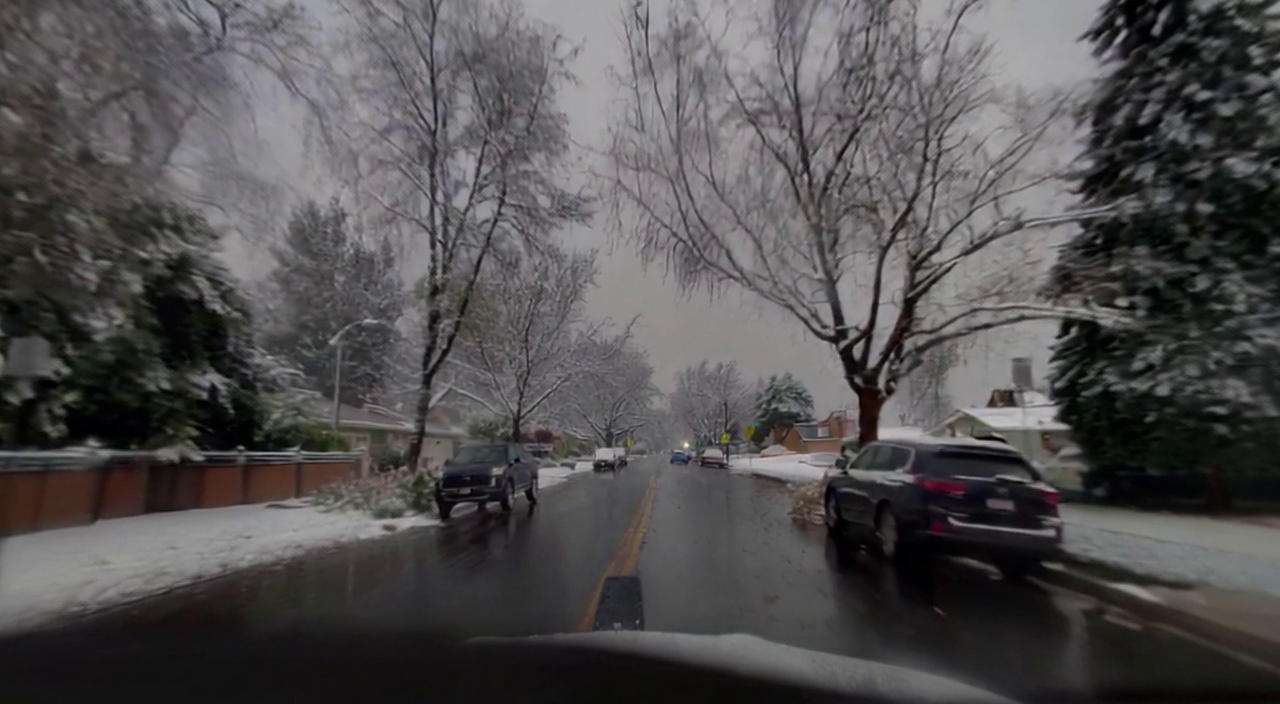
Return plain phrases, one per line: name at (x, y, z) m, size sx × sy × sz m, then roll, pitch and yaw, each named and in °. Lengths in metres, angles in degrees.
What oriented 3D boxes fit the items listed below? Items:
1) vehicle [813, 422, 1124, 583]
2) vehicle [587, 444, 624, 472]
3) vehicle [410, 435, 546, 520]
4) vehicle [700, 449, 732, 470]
vehicle at (4.056, 1.930, 8.857) m, size 2.115 × 1.673 × 4.236 m, roll -1°, pitch -9°, yaw 1°
vehicle at (-2.585, 8.115, 48.737) m, size 2.155 × 1.907 × 5.100 m, roll -4°, pitch -9°, yaw 4°
vehicle at (-4.015, 3.207, 16.576) m, size 2.093 × 1.810 × 4.555 m, roll -3°, pitch -9°, yaw 4°
vehicle at (5.896, 8.407, 49.501) m, size 2.047 × 1.532 × 4.350 m, roll -1°, pitch -9°, yaw 1°
